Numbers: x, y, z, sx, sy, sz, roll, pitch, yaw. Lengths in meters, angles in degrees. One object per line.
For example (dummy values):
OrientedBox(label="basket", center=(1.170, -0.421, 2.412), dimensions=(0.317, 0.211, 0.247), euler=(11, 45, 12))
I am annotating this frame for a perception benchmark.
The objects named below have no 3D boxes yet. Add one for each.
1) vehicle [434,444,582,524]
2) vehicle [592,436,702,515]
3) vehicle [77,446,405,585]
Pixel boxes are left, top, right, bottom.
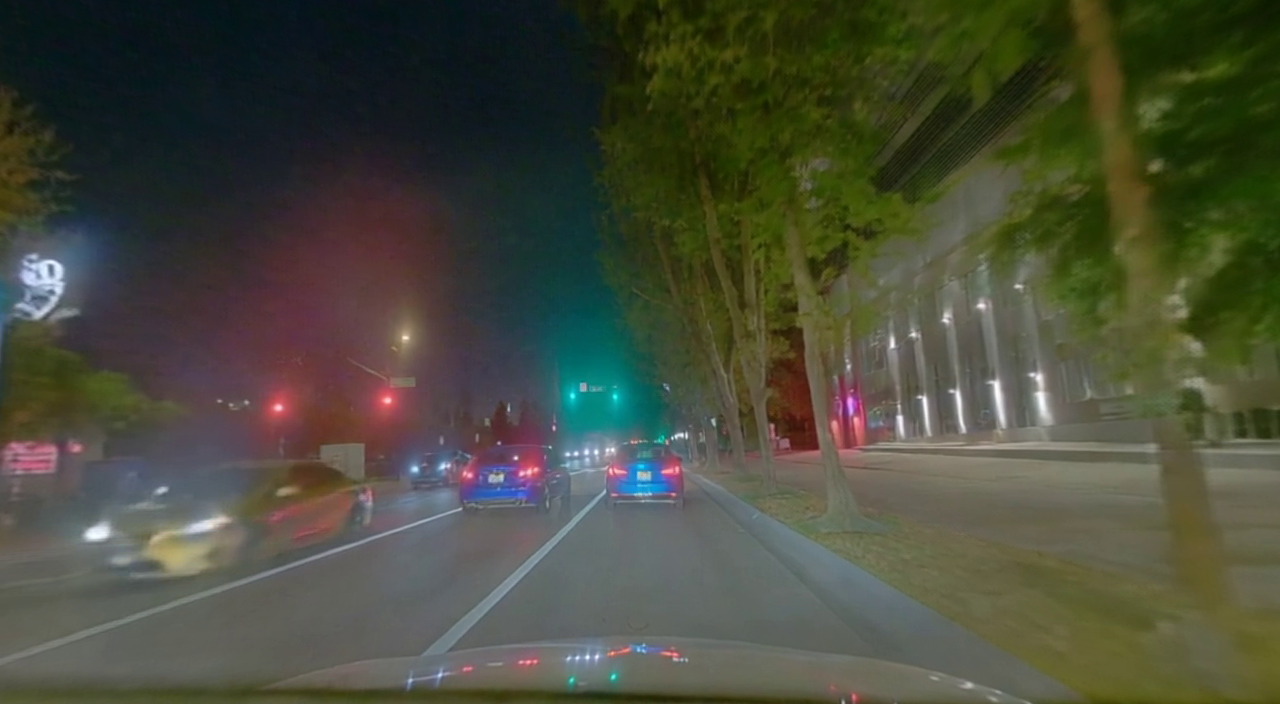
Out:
OrientedBox(label="vehicle", center=(-2.604, 2.738, 13.819), dimensions=(2.099, 1.424, 4.843), euler=(0, -8, 1))
OrientedBox(label="vehicle", center=(0.144, 2.629, 13.949), dimensions=(2.094, 1.478, 3.922), euler=(0, -8, 0))
OrientedBox(label="vehicle", center=(-5.505, 2.248, 9.691), dimensions=(1.918, 1.475, 4.750), euler=(-3, -8, 1))
